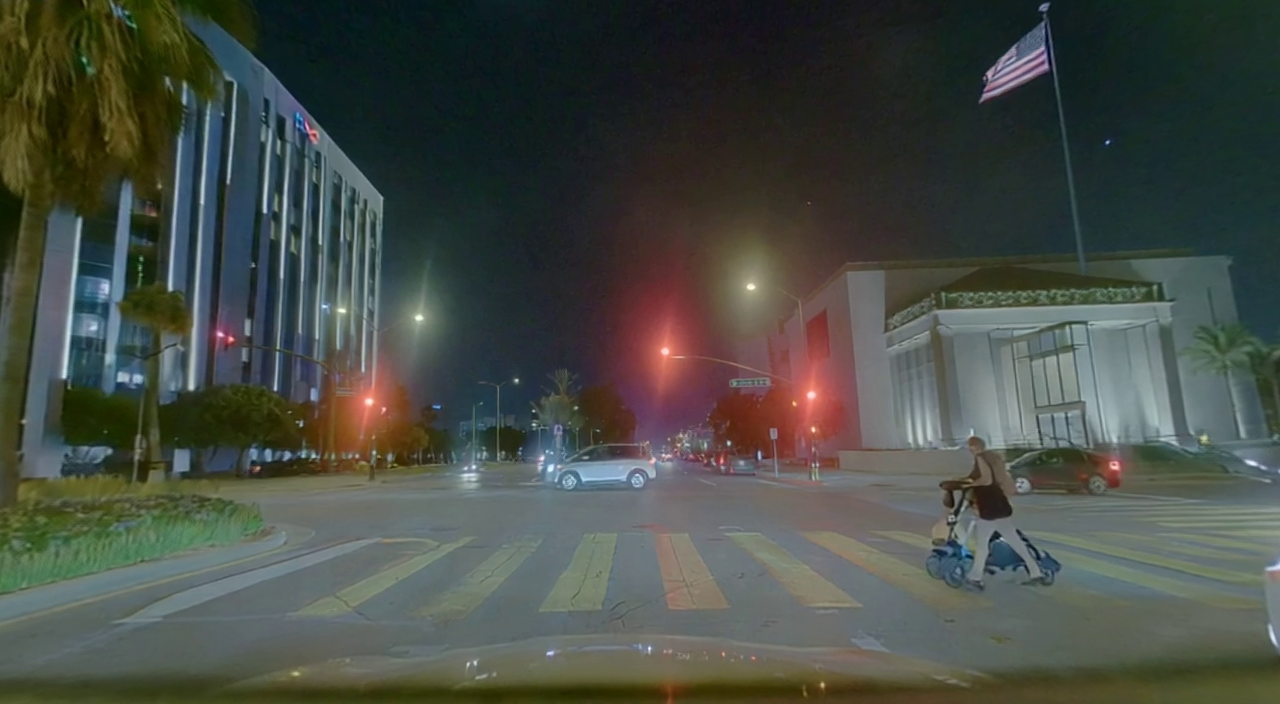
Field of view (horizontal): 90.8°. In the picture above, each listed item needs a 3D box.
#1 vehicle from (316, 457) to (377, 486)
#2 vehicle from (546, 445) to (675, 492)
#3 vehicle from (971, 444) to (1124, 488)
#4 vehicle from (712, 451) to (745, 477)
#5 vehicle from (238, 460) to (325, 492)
[{"bbox_3d":[-20.069,8.164,43.408,2.043,1.745,4.420,0,-8,0],"label":"vehicle"},{"bbox_3d":[-1.052,4.207,23.003,4.499,1.594,1.898,0,-9,-2],"label":"vehicle"},{"bbox_3d":[15.070,4.217,23.568,4.273,1.525,2.000,-1,-8,2],"label":"vehicle"},{"bbox_3d":[6.248,7.804,44.196,2.176,1.690,4.138,-2,-9,9],"label":"vehicle"},{"bbox_3d":[-19.944,6.872,35.450,2.069,1.540,4.774,0,-8,0],"label":"vehicle"}]
